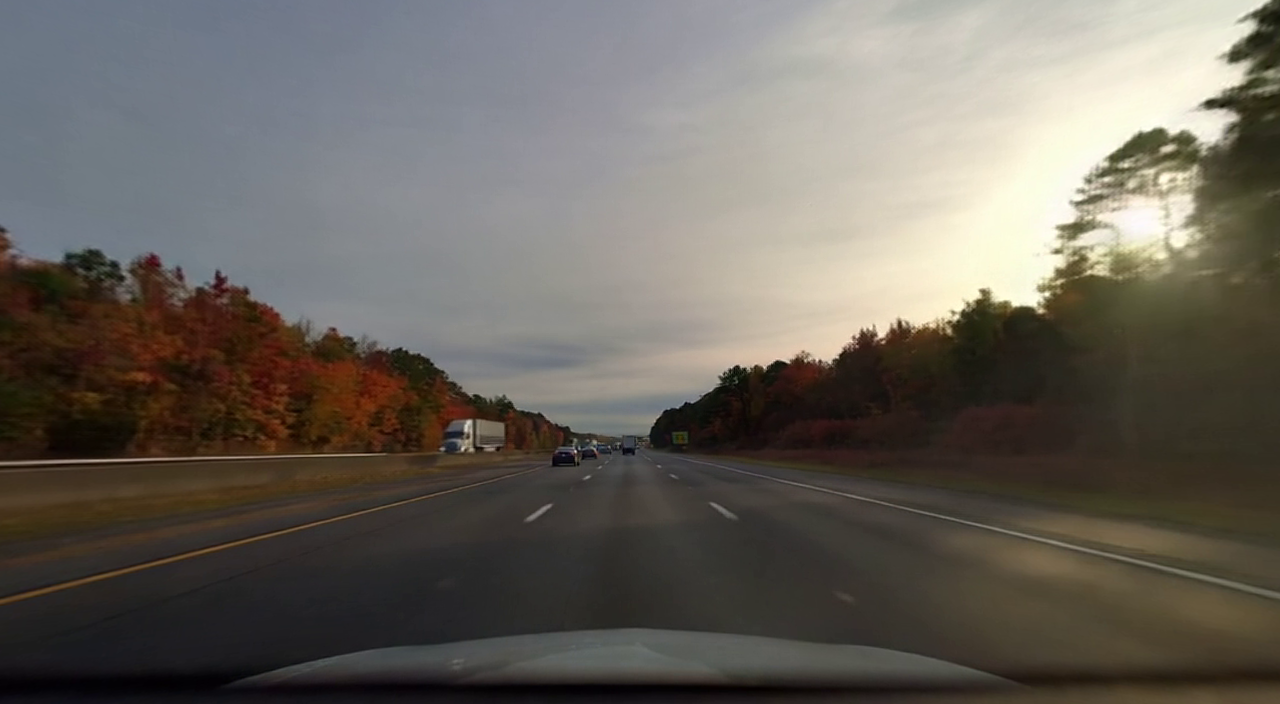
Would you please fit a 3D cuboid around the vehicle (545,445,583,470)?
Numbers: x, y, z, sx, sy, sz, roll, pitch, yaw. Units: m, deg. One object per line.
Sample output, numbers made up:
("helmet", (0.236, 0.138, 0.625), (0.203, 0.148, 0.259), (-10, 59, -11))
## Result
("vehicle", (-4.742, 6.597, 39.463), (1.963, 1.475, 3.665), (0, -9, -1))
